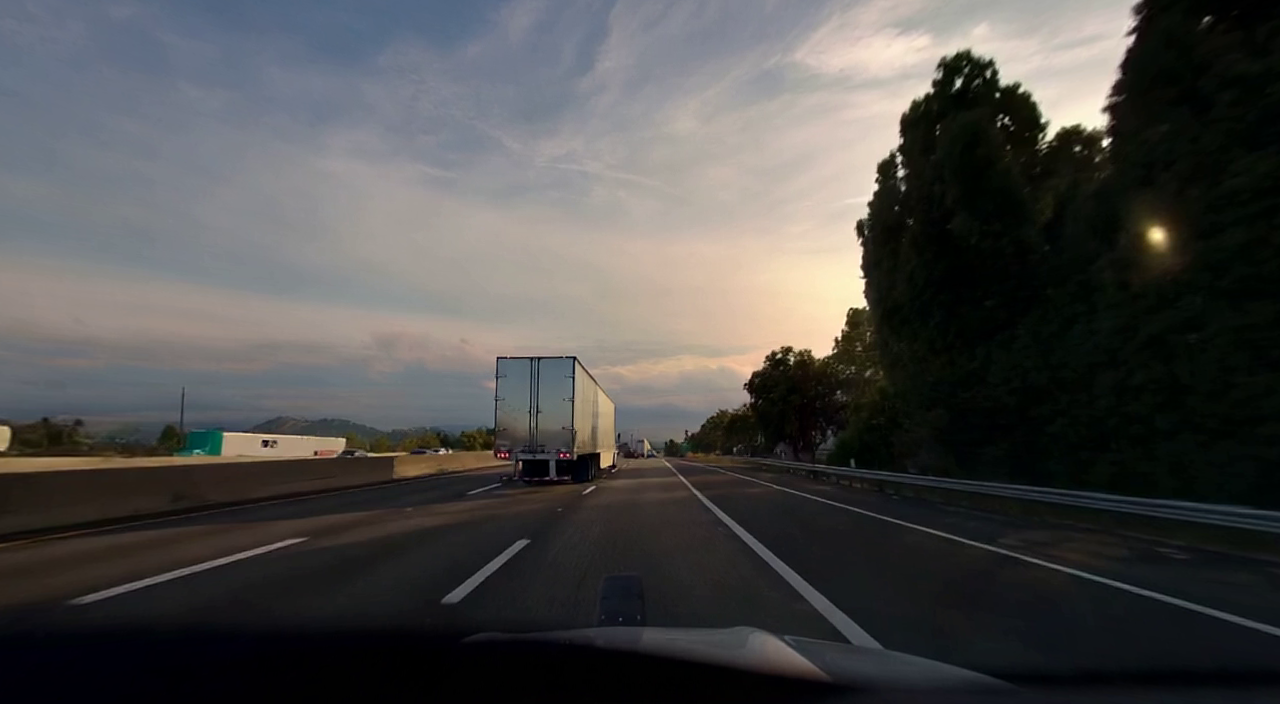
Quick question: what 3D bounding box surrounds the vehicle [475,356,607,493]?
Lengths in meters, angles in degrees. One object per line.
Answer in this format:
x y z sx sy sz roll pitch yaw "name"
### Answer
-3.419 3.362 27.308 2.939 4.132 16.303 0 -8 0 "vehicle"
